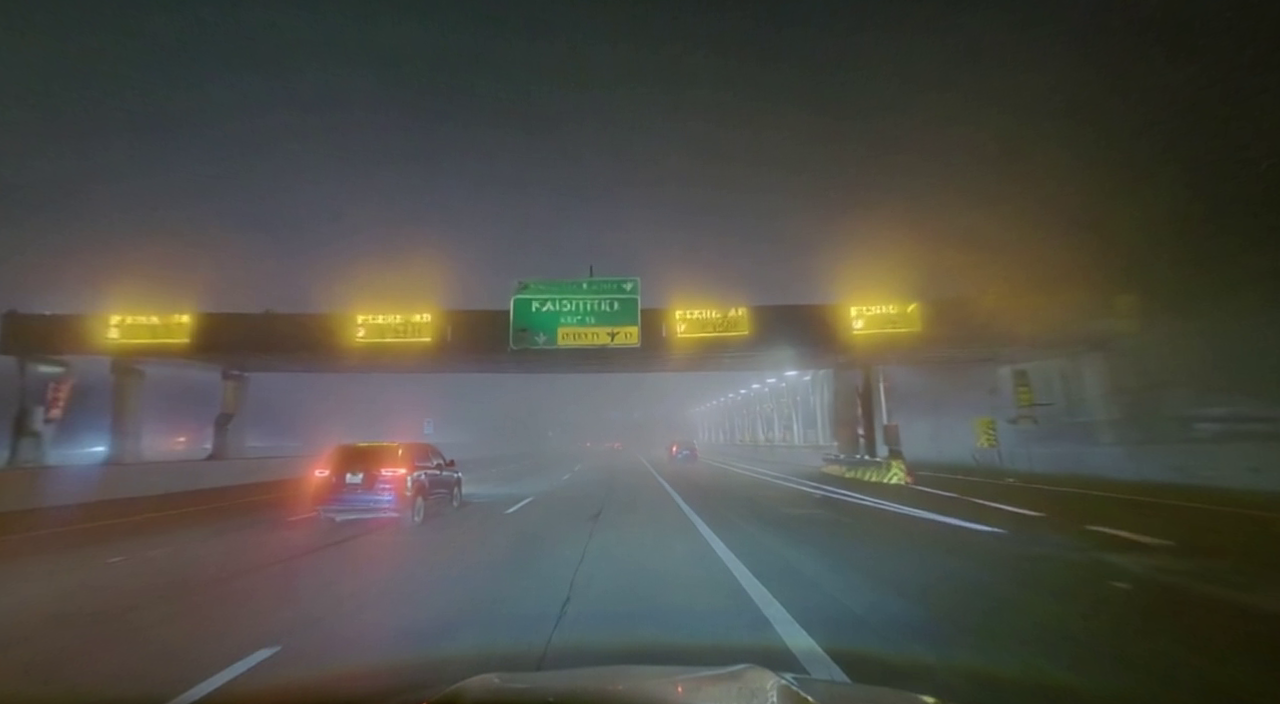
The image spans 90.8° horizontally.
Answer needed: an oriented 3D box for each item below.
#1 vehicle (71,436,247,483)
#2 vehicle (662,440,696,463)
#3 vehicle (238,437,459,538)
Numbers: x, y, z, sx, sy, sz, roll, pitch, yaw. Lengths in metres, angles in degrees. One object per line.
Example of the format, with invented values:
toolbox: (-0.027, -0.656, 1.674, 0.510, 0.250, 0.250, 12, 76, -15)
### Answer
vehicle: (-21.103, 4.678, 28.006, 2.298, 1.856, 5.674, -7, -11, 39)
vehicle: (2.933, 7.591, 48.488, 2.072, 1.639, 4.919, 0, -8, -2)
vehicle: (-4.917, 2.309, 11.502, 1.981, 1.465, 4.334, 0, -8, 0)
